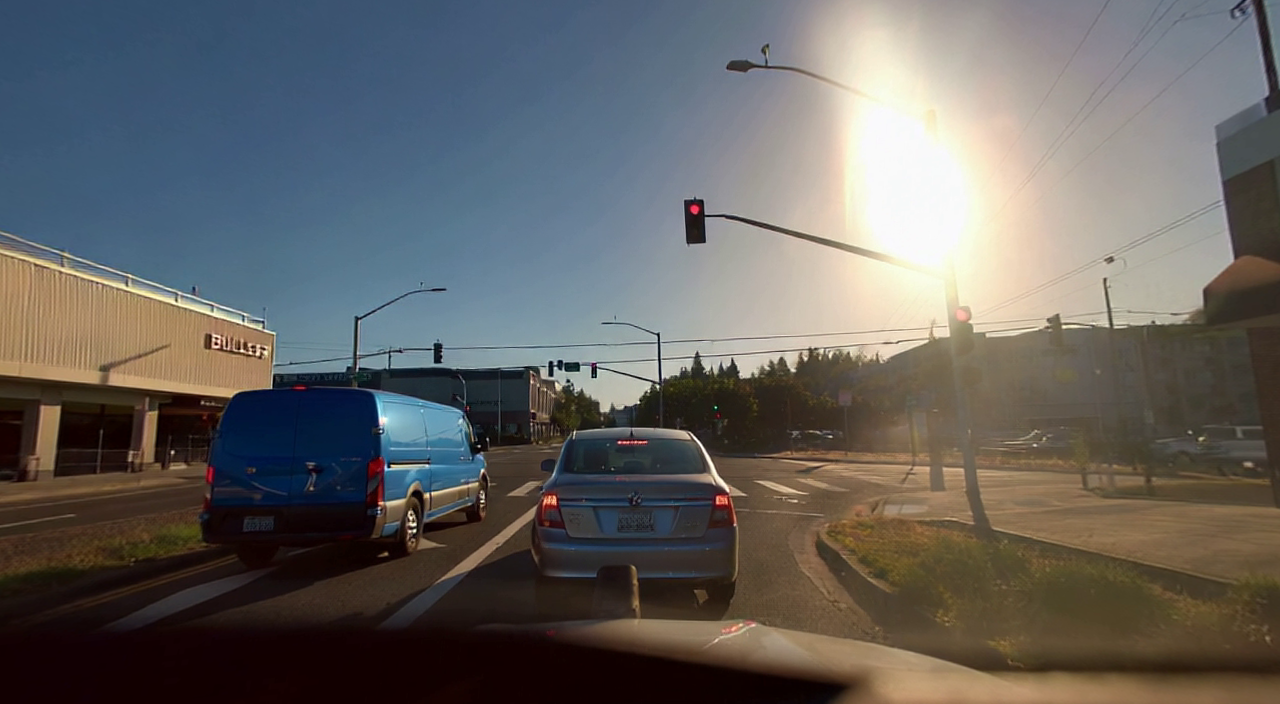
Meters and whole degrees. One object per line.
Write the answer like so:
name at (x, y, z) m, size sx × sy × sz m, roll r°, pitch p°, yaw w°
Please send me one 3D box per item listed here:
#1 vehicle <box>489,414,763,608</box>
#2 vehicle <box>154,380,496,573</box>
vehicle at (-0.112, 1.465, 6.776) m, size 2.064 × 1.452 × 3.942 m, roll 0°, pitch -8°, yaw 0°
vehicle at (-3.575, 1.515, 8.576) m, size 2.076 × 1.820 × 5.100 m, roll 0°, pitch -8°, yaw -1°
